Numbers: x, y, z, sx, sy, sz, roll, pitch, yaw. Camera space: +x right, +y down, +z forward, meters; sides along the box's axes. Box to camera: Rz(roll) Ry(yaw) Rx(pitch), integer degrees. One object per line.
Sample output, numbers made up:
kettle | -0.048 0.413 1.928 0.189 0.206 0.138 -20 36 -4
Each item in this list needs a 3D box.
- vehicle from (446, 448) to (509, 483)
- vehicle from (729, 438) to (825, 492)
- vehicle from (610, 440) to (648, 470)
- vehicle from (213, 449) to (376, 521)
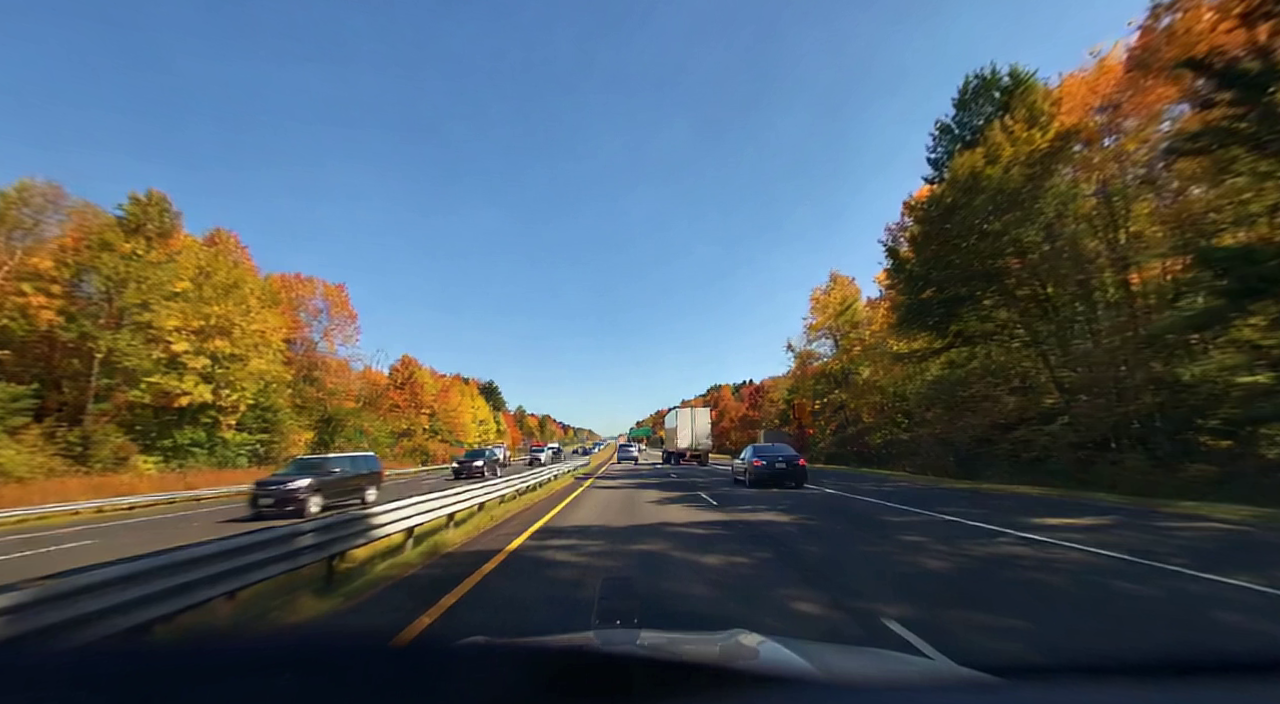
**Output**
vehicle | -8.161 5.711 31.806 2.023 1.636 4.274 -1 -9 0
vehicle | 4.239 3.579 20.127 1.997 1.504 4.236 0 -9 -2
vehicle | -0.679 6.358 38.665 2.168 1.705 4.272 0 -9 -1
vehicle | -9.121 3.490 17.054 1.983 1.658 4.280 -1 -9 0
